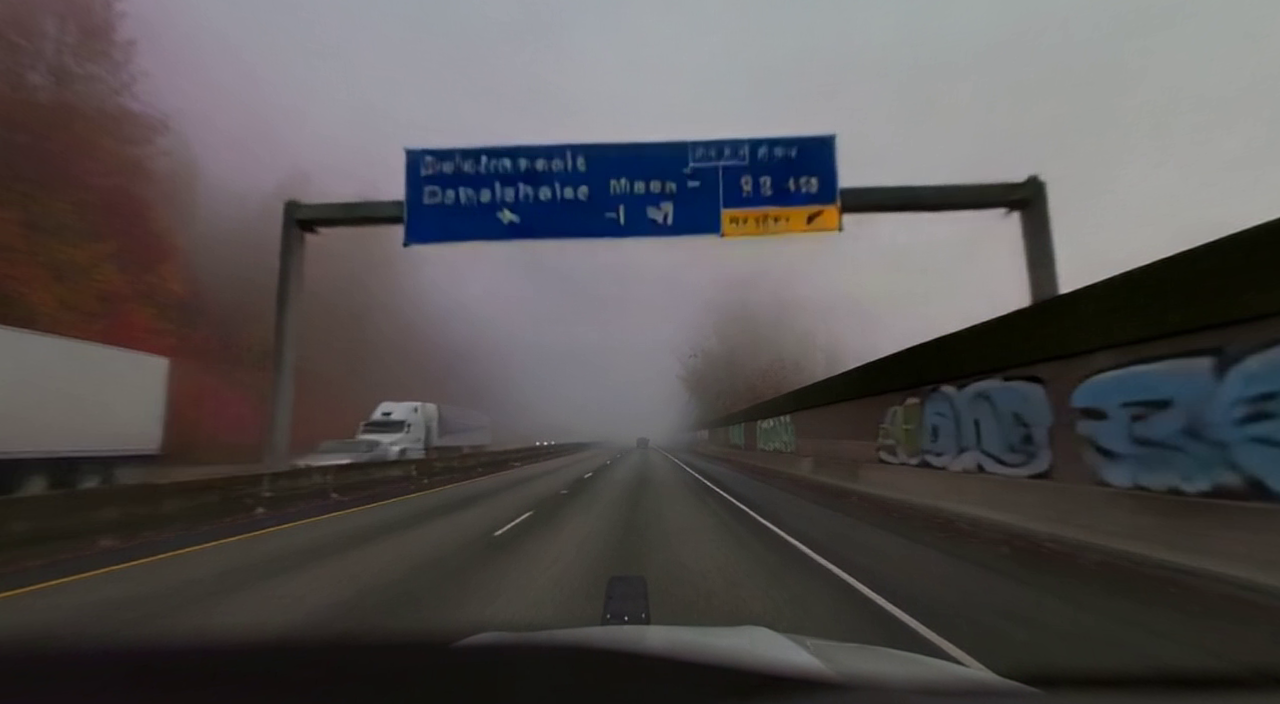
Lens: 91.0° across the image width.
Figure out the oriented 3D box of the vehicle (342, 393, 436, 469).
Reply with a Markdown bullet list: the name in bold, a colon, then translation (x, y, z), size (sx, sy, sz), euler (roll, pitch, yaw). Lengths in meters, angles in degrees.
- **vehicle**: translation (-14.841, 4.777, 37.721), size (3.033, 4.136, 5.972), euler (0, -8, 0)

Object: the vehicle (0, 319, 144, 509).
- **vehicle**: translation (-15.377, 0.880, 10.384), size (2.927, 4.085, 13.949), euler (0, -8, 0)

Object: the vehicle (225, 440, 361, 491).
- **vehicle**: translation (-10.675, 3.487, 19.786), size (1.857, 1.432, 4.189), euler (0, -8, 1)
